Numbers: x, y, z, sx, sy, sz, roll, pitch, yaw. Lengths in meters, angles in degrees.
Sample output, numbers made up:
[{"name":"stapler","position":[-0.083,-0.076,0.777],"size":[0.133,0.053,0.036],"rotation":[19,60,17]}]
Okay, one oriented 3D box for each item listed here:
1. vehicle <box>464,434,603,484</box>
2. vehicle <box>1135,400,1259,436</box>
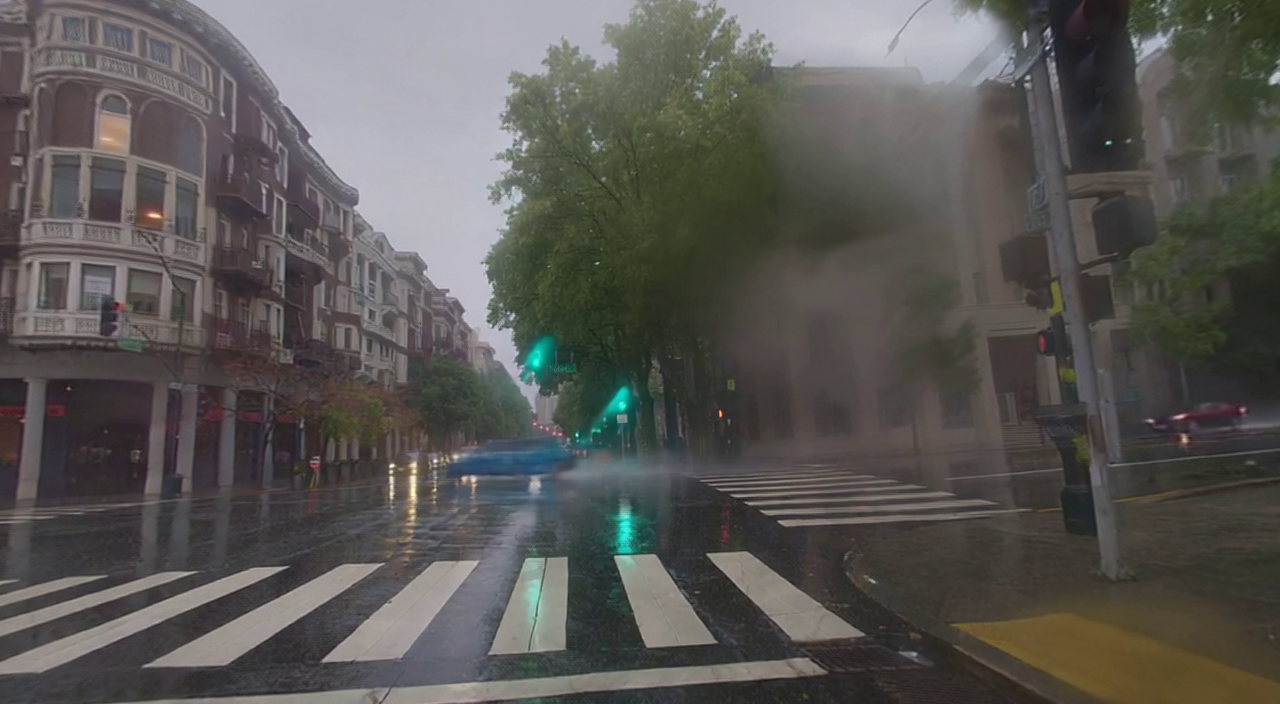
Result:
[{"name":"vehicle","position":[-3.729,3.784,22.493],"size":[4.626,1.636,2.004],"rotation":[1,-9,-8]},{"name":"vehicle","position":[24.501,2.936,27.850],"size":[4.320,1.456,1.803],"rotation":[2,-9,-13]}]
